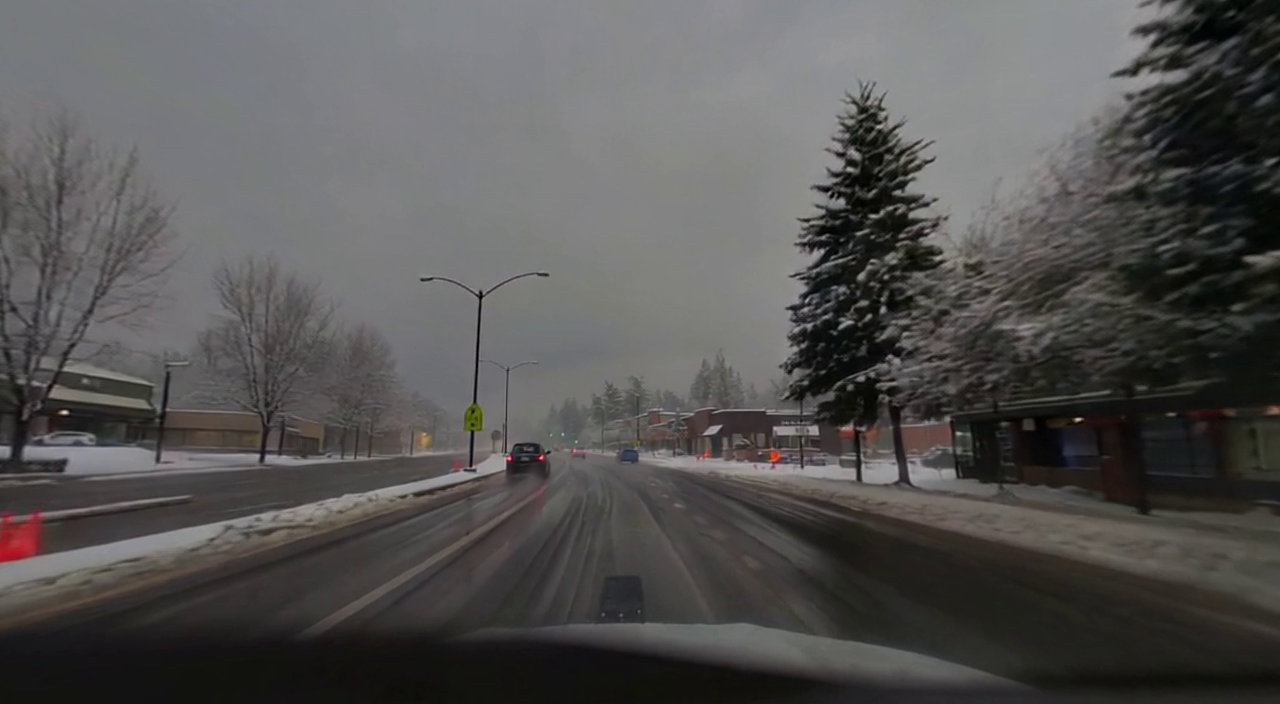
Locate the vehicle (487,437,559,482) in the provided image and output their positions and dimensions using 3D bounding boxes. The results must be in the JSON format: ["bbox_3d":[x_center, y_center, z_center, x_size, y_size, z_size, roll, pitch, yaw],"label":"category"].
[{"bbox_3d":[-4.747,4.440,26.341,2.381,1.721,4.186,0,-9,-3],"label":"vehicle"}]
